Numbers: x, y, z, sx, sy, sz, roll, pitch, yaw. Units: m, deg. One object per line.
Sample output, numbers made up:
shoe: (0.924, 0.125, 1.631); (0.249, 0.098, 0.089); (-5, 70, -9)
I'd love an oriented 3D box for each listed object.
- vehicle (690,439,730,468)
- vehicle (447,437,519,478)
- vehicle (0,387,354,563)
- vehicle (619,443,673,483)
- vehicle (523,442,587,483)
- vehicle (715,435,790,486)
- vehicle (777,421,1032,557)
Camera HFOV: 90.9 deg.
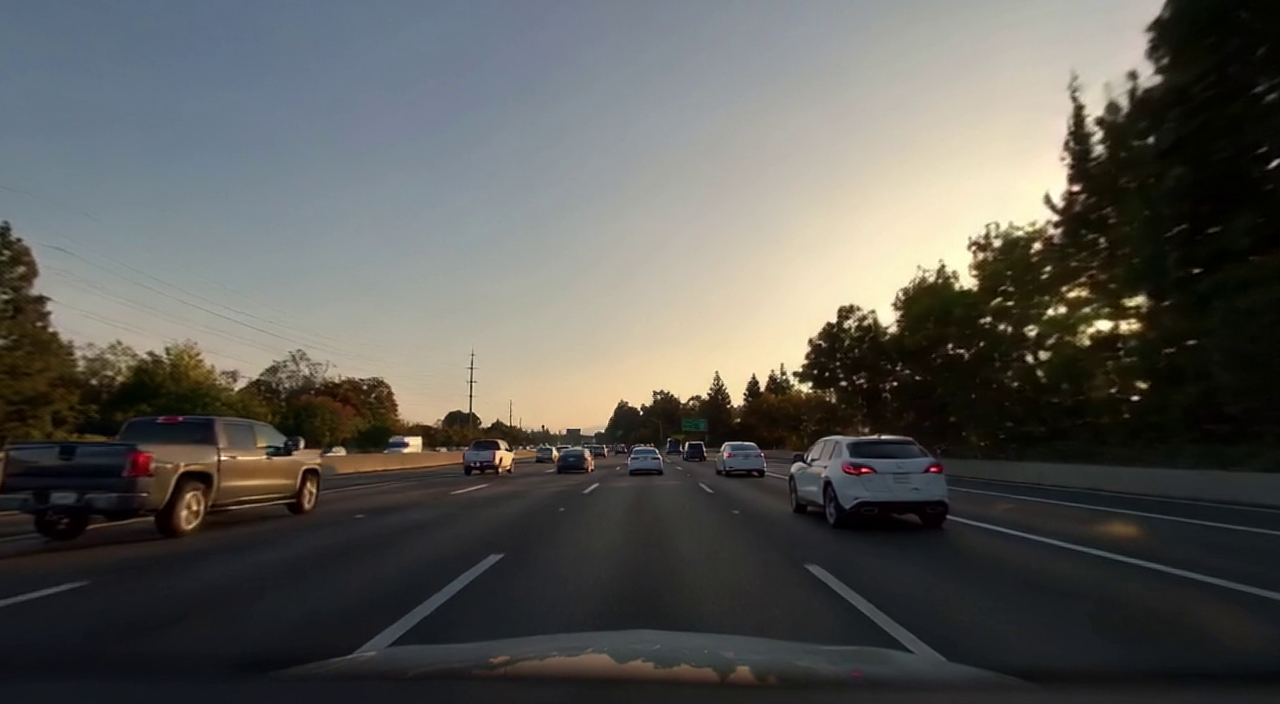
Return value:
vehicle: (4.593, 6.717, 41.806); (2.195, 1.778, 4.455); (0, -8, 1)
vehicle: (-6.832, 4.630, 27.906); (1.978, 1.680, 4.263); (0, -8, 1)
vehicle: (-7.062, 1.790, 9.931); (2.269, 1.936, 5.777); (0, -8, 1)
vehicle: (0.229, 4.346, 25.033); (1.966, 1.444, 3.986); (0, -8, 0)
vehicle: (-3.239, 4.305, 24.872); (1.904, 1.479, 4.274); (0, -9, 1)
vehicle: (4.109, 4.029, 23.735); (2.002, 1.691, 4.290); (0, -8, 0)
vehicle: (3.633, 1.958, 9.730); (2.051, 1.595, 4.301); (0, -8, 0)
